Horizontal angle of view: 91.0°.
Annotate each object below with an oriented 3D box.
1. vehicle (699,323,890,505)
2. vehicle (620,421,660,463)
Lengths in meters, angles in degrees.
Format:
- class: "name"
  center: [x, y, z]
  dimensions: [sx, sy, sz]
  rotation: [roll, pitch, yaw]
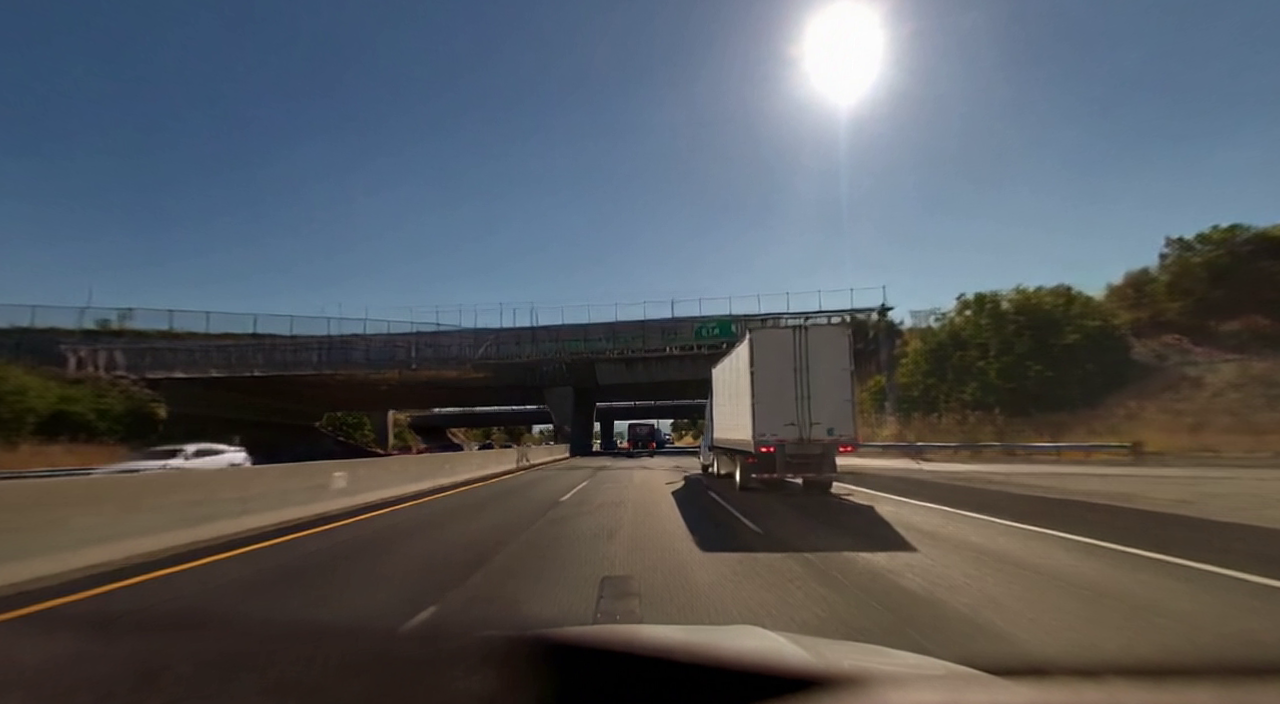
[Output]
- class: "vehicle"
  center: [3.862, 2.122, 19.243]
  dimensions: [2.997, 3.983, 10.860]
  rotation: [1, -8, 0]
- class: "vehicle"
  center: [0.029, 6.127, 42.796]
  dimensions: [2.481, 2.618, 6.314]
  rotation: [-1, -8, 0]
